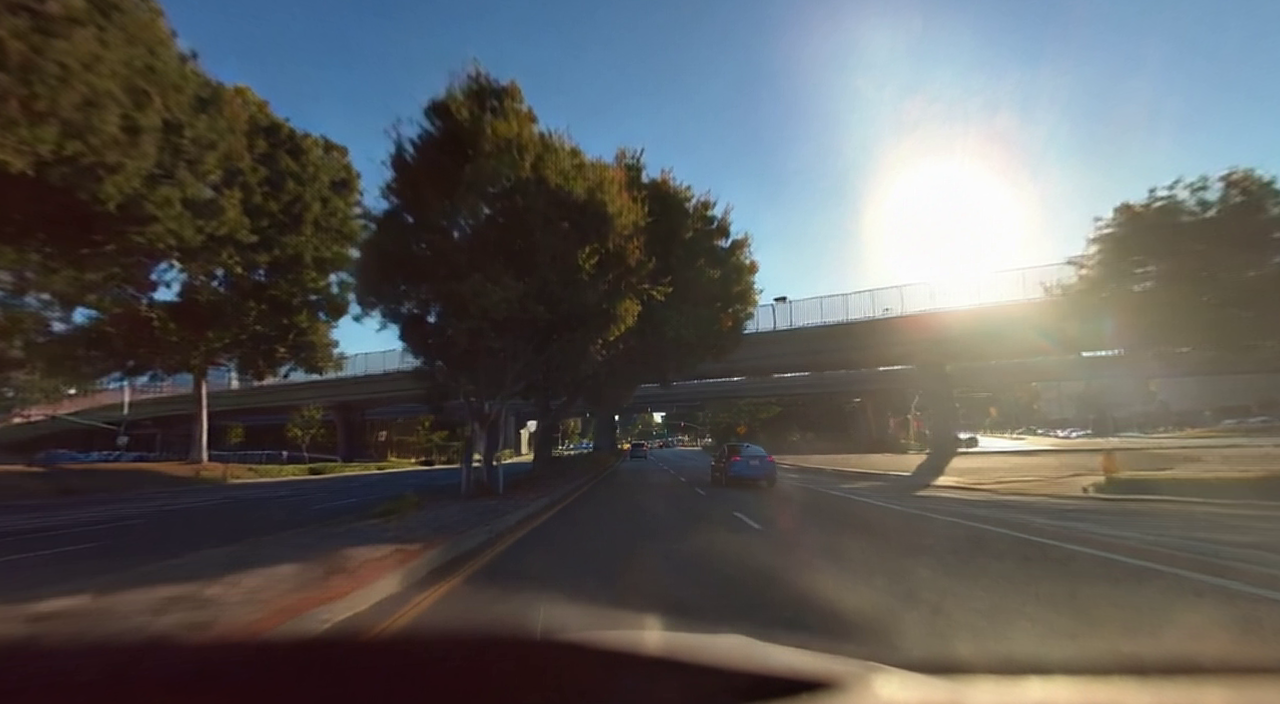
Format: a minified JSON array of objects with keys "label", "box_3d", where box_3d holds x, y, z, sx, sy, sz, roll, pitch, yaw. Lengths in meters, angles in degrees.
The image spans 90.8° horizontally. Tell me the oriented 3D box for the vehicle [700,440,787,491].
[{"label":"vehicle","box_3d":[3.299,3.710,21.113,2.062,1.484,4.332,0,-8,-1]}]
